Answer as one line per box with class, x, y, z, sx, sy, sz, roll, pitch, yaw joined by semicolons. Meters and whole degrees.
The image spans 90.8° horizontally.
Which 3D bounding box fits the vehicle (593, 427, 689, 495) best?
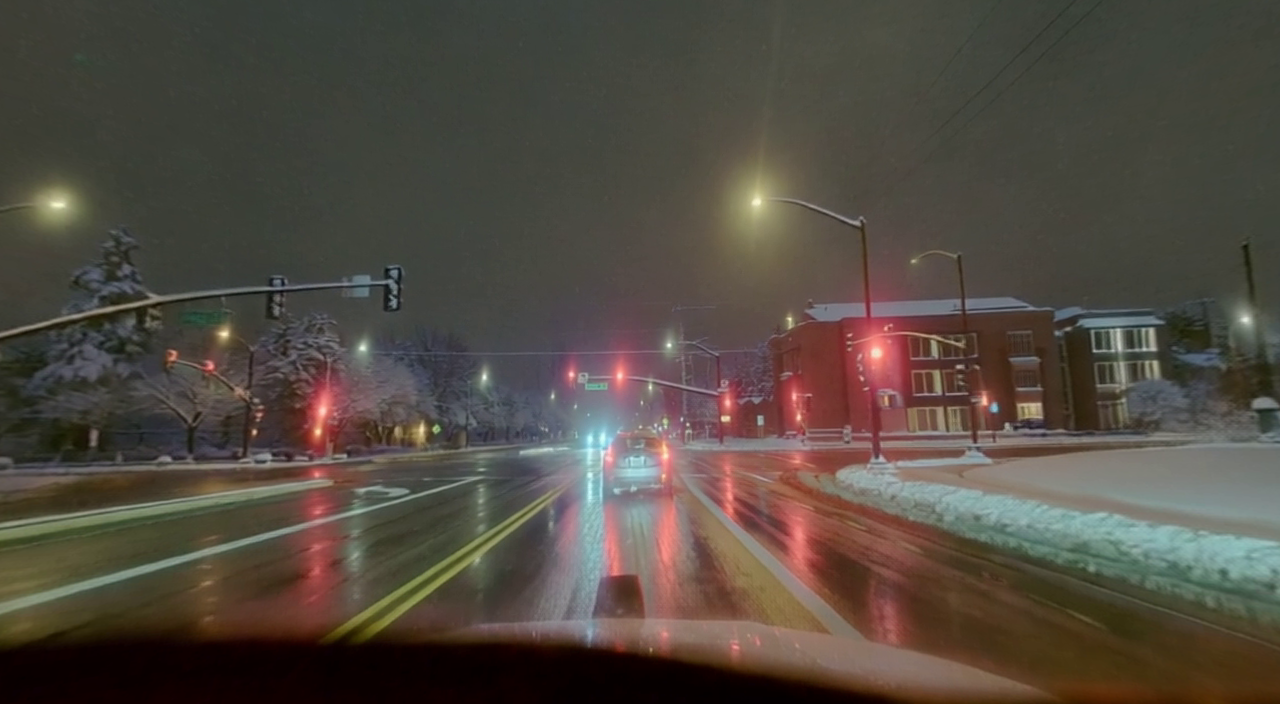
vehicle;-0.017;2.688;15.903;2.107;1.470;3.974;0;-8;-1
